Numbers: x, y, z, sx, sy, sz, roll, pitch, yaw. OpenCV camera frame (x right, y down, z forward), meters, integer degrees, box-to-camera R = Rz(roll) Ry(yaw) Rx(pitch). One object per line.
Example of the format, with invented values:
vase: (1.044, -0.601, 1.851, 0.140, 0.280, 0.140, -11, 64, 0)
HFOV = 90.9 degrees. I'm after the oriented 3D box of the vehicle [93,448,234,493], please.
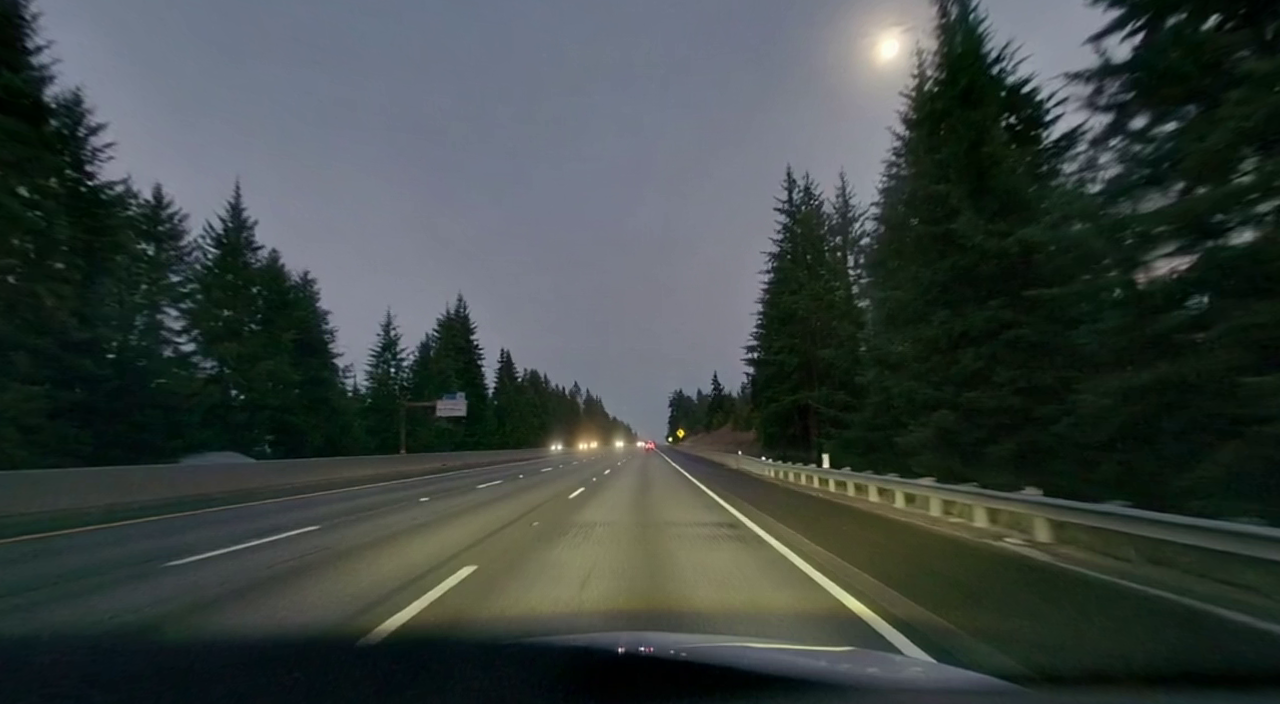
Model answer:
vehicle: (-17.026, 4.220, 22.836, 1.787, 1.420, 4.130, 0, -8, 1)
